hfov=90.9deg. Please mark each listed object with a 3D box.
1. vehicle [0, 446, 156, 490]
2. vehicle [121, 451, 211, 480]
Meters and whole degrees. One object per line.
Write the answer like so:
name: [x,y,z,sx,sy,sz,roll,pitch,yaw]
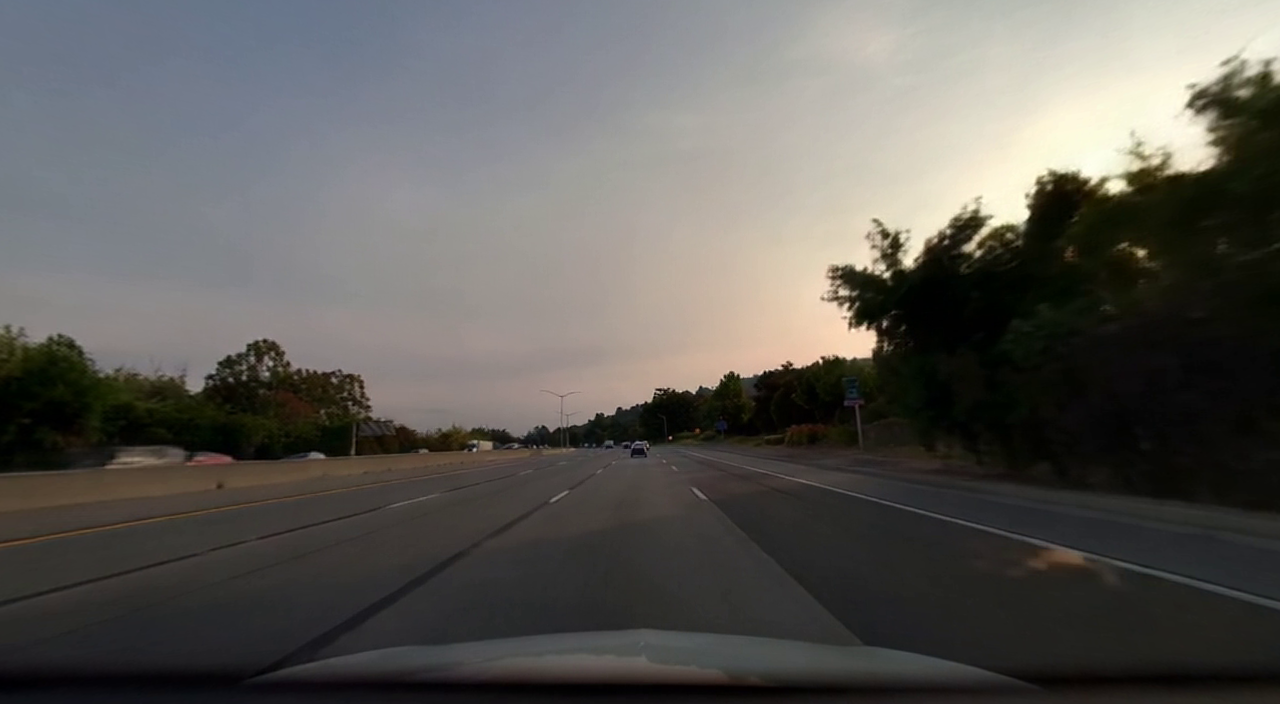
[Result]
vehicle: [-24.807,5.064,28.052,2.228,1.729,5.294,-1,-8,1]
vehicle: [-27.859,6.657,37.274,1.800,1.501,4.456,-1,-8,1]
